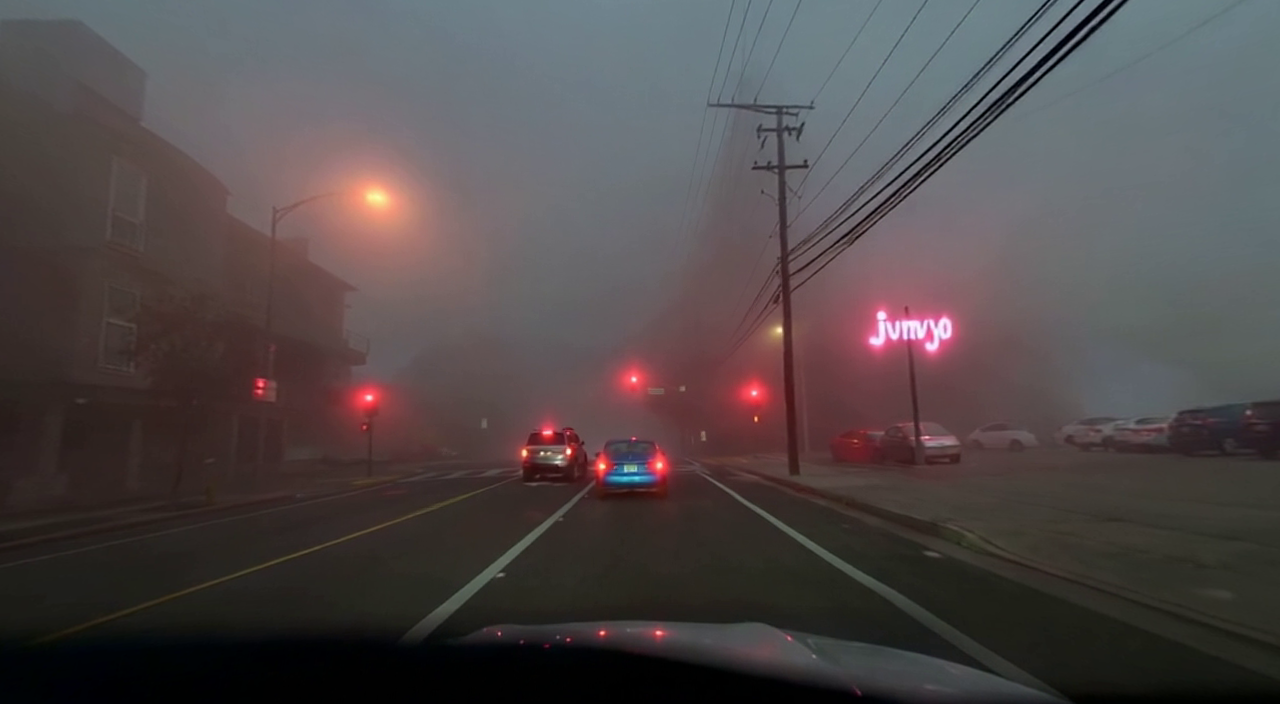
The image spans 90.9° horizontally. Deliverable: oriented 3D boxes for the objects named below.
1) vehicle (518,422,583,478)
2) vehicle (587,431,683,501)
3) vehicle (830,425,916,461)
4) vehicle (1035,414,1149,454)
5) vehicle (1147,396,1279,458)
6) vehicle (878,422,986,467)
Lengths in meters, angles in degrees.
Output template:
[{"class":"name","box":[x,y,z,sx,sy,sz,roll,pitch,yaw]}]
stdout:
[{"class":"vehicle","box":[-3.182,3.570,23.131,2.106,1.852,4.512,1,-8,-6]},{"class":"vehicle","box":[-0.185,2.770,15.727,2.070,1.481,4.216,0,-8,-2]},{"class":"vehicle","box":[10.532,4.176,28.885,1.842,1.471,4.481,1,-8,-6]},{"class":"vehicle","box":[18.614,3.401,25.949,4.446,1.511,1.977,4,-10,-29]},{"class":"vehicle","box":[19.299,2.454,20.705,4.261,1.752,2.151,1,-11,-23]},{"class":"vehicle","box":[10.410,3.361,22.877,1.888,1.455,4.268,0,-8,0]}]
